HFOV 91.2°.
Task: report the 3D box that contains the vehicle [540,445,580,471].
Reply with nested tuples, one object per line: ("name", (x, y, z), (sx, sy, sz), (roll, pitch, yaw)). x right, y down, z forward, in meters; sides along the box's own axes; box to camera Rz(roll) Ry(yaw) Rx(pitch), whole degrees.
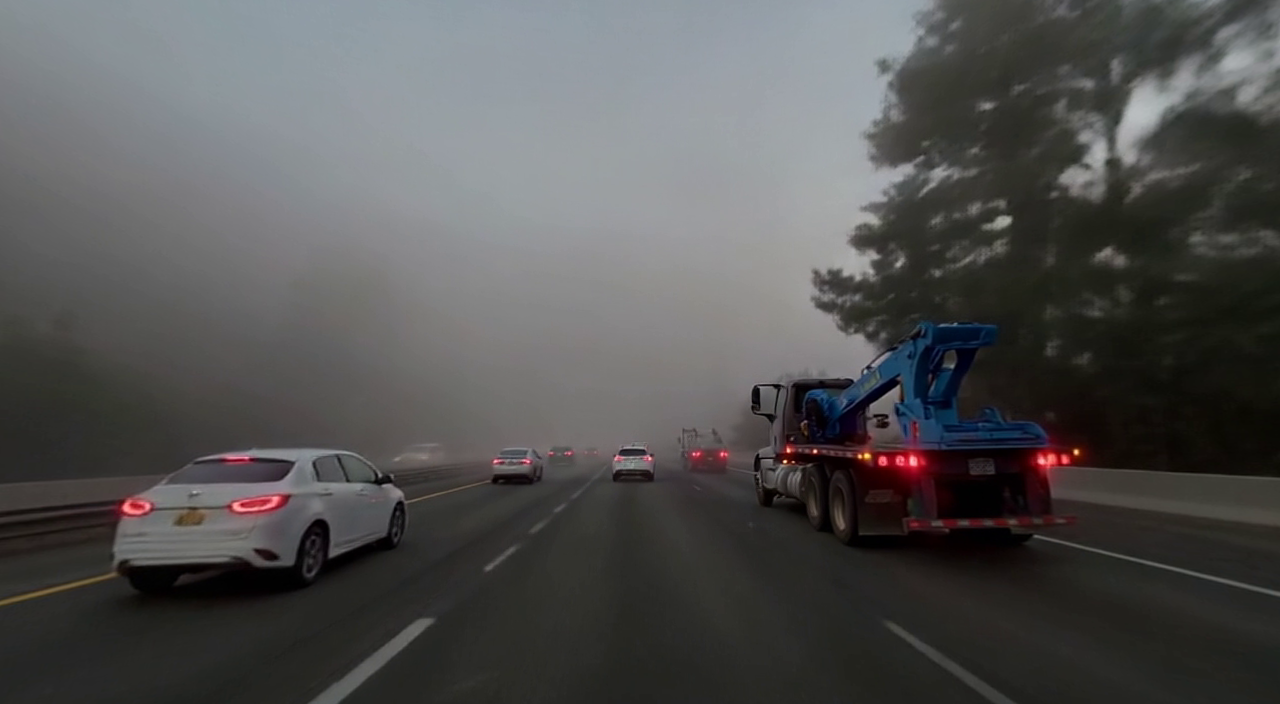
("vehicle", (-4.838, 6.496, 38.490), (1.924, 1.481, 4.264), (0, -9, 0))

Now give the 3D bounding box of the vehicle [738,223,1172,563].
("vehicle", (3.915, 1.008, 10.839), (2.975, 3.618, 8.456), (0, -9, 0))

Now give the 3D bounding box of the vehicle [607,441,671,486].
("vehicle", (-0.081, 4.072, 23.138), (2.150, 1.498, 3.988), (0, -9, -2))

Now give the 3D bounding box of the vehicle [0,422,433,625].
("vehicle", (-4.134, 1.665, 7.155), (1.880, 1.507, 4.757), (0, -9, 1))

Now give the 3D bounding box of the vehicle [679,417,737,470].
("vehicle", (3.832, 5.416, 36.940), (2.416, 2.829, 7.016), (0, -9, -1))

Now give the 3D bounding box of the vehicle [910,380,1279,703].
("vehicle", (4.068, 1.054, 3.433), (2.599, 1.631, 5.693), (0, -9, -1))

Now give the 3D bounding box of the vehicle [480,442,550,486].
("vehicle", (-4.613, 4.192, 23.724), (1.858, 1.527, 3.974), (0, -9, 0))

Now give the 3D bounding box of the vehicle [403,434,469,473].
("vehicle", (-13.307, 6.701, 41.410), (2.367, 2.325, 5.862), (0, -9, 0))
